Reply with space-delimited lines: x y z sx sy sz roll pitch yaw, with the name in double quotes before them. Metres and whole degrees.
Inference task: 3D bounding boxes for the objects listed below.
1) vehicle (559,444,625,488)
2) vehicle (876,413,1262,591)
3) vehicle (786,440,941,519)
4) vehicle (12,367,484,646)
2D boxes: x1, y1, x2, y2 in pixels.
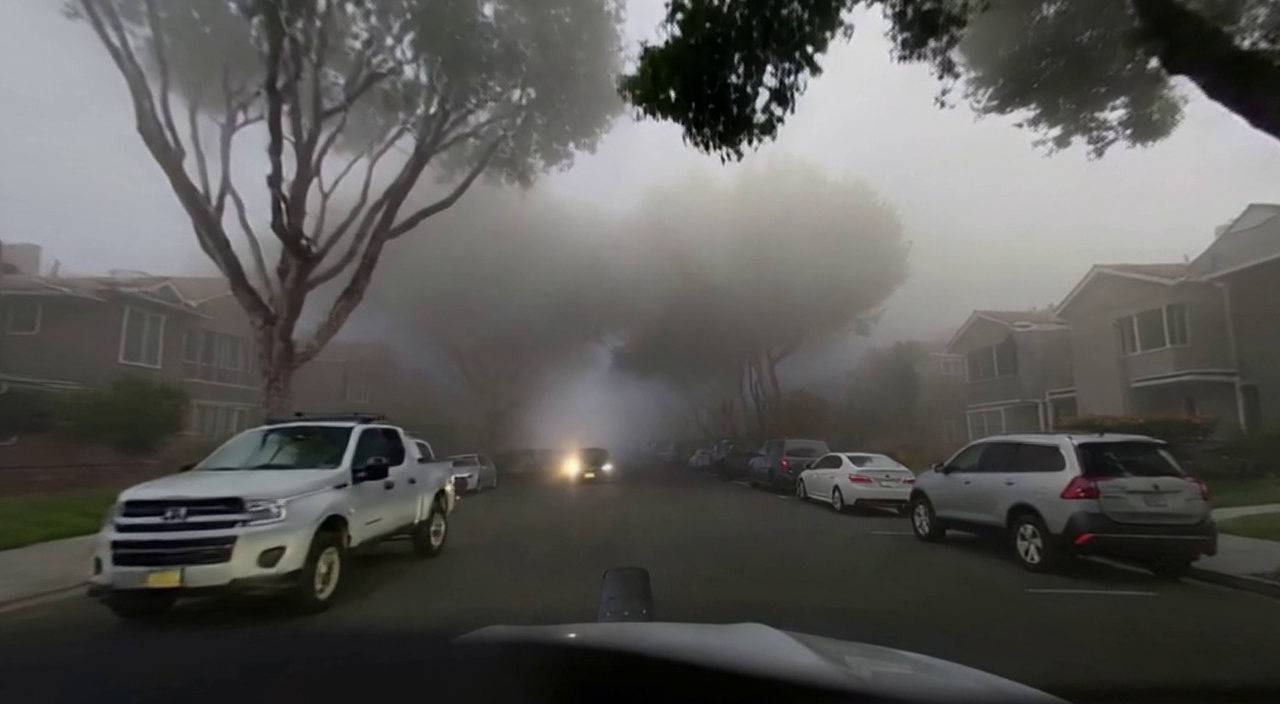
"vehicle" -1.710 4.299 24.149 1.971 1.476 4.593 -1 -9 3
"vehicle" 5.095 1.818 8.548 1.937 1.722 4.575 0 -9 -1
"vehicle" 5.005 2.897 14.904 1.876 1.538 4.447 0 -9 -2
"vehicle" -3.514 1.503 7.230 2.197 2.047 4.985 0 -9 0
